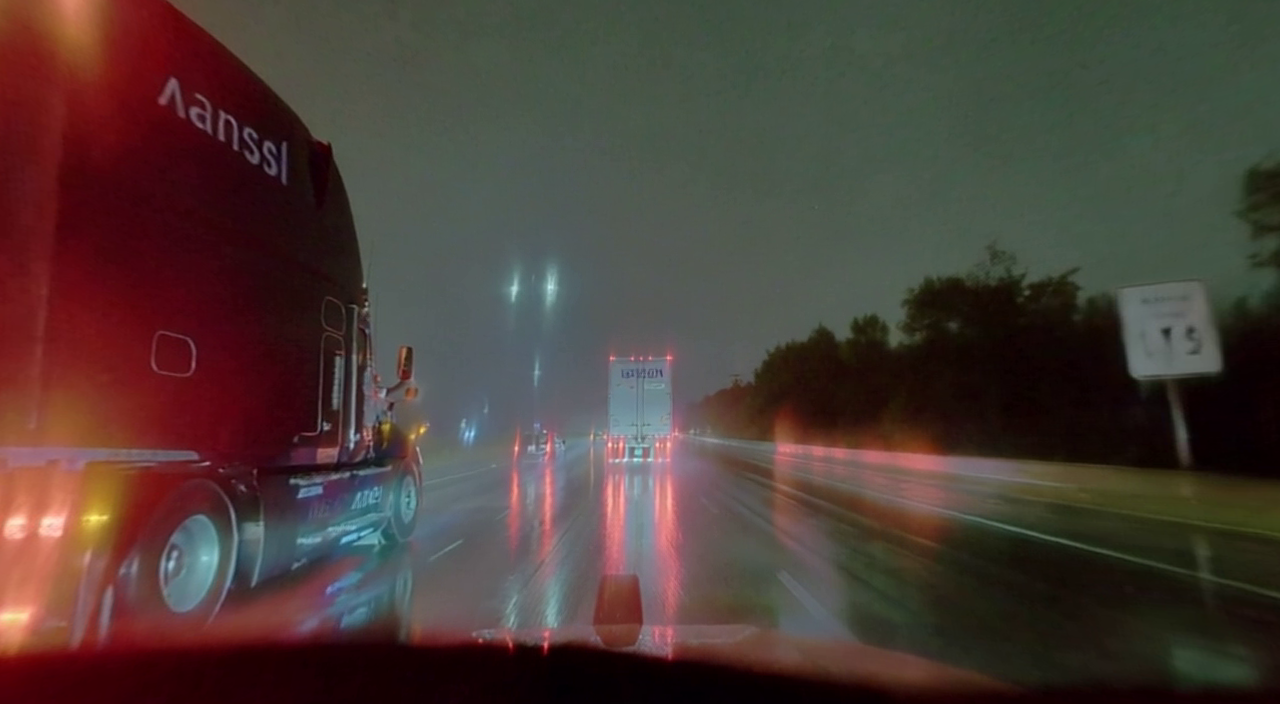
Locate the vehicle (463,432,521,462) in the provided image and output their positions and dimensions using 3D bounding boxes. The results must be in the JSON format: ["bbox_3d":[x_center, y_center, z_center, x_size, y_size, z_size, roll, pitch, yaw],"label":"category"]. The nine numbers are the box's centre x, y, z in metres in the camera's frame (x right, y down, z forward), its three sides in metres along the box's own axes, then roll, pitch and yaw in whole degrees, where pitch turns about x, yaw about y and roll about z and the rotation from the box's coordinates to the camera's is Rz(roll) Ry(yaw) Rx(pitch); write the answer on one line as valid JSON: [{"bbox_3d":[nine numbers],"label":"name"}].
[{"bbox_3d":[-7.663,4.944,32.962,2.001,1.468,4.163,0,-8,0],"label":"vehicle"}]

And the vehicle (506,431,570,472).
[{"bbox_3d":[-3.918,3.869,24.779,1.933,1.492,3.838,0,-8,0],"label":"vehicle"}]

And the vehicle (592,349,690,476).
[{"bbox_3d":[-0.133,2.635,25.657,3.118,4.106,10.719,0,-8,-2],"label":"vehicle"}]

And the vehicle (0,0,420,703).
[{"bbox_3d":[-4.143,-0.055,4.728,3.007,4.031,6.044,1,-7,-4],"label":"vehicle"}]
